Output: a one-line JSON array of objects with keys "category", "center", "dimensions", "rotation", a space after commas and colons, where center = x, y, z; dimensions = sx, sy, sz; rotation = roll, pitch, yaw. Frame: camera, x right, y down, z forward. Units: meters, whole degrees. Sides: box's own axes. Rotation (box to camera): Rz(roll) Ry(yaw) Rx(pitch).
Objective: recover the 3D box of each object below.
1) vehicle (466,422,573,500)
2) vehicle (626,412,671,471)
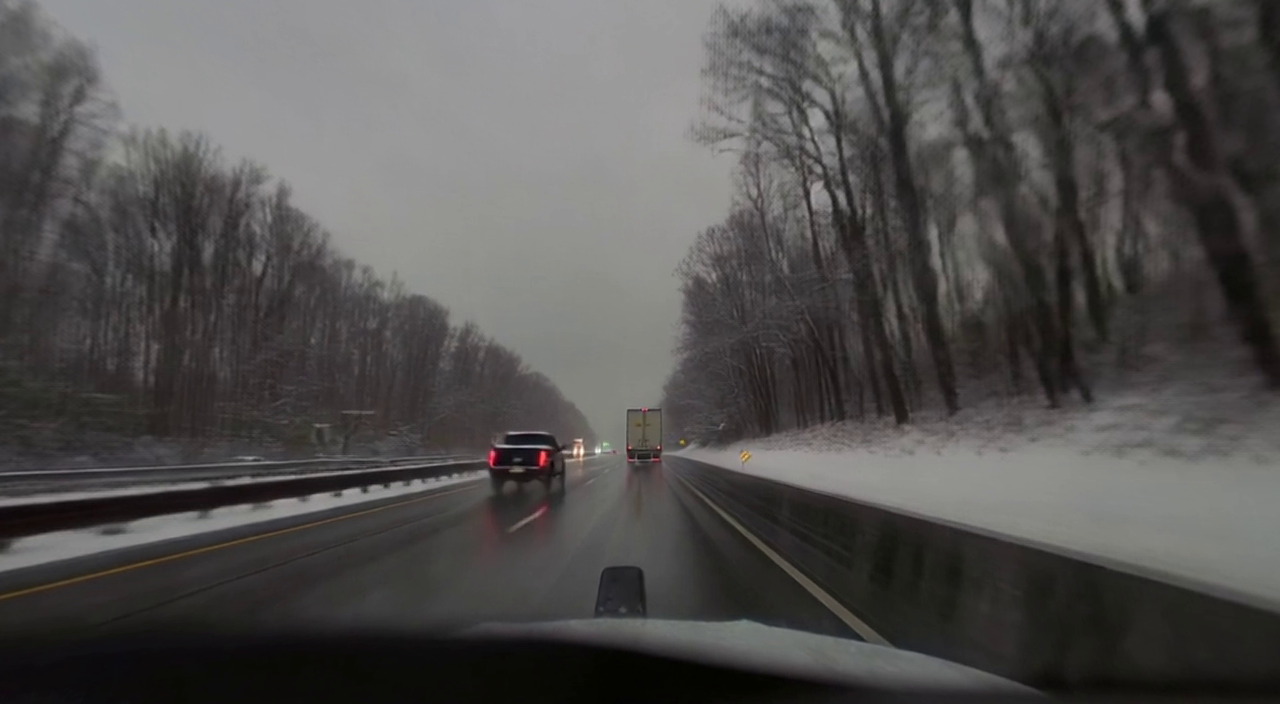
[{"category": "vehicle", "center": [-3.663, 3.466, 20.414], "dimensions": [2.283, 2.156, 5.546], "rotation": [0, -9, 1]}, {"category": "vehicle", "center": [0.593, 6.840, 47.869], "dimensions": [3.024, 3.965, 10.399], "rotation": [0, -9, 0]}]
